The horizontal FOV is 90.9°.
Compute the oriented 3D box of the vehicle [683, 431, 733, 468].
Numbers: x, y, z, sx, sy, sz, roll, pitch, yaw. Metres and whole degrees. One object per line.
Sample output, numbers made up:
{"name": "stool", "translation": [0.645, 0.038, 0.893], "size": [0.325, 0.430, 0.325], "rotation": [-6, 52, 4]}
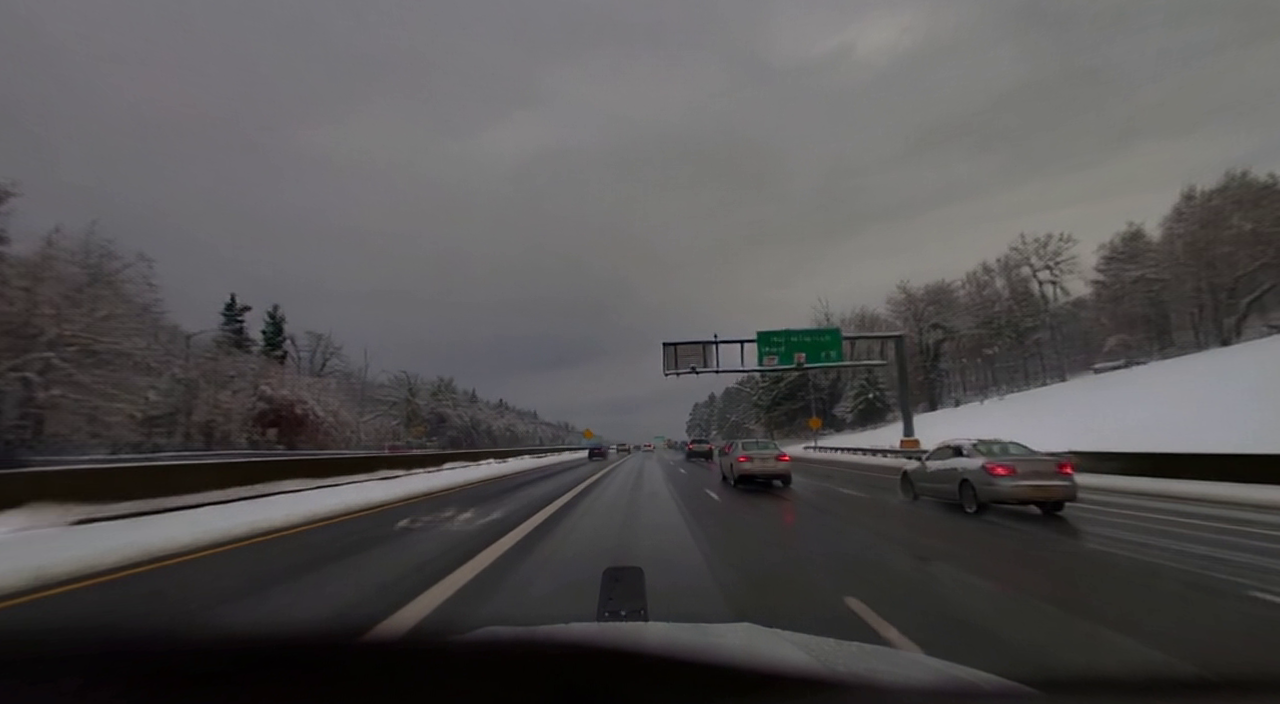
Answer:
{"name": "vehicle", "translation": [4.024, 5.897, 38.328], "size": [2.442, 2.022, 5.466], "rotation": [0, -8, 0]}

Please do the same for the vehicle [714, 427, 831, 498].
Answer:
{"name": "vehicle", "translation": [3.387, 2.935, 17.125], "size": [2.146, 1.639, 4.475], "rotation": [0, -8, -1]}

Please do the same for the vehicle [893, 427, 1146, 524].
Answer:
{"name": "vehicle", "translation": [7.026, 2.318, 12.507], "size": [1.988, 1.518, 4.856], "rotation": [0, -8, 0]}

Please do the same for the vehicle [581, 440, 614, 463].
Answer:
{"name": "vehicle", "translation": [-3.165, 7.491, 47.635], "size": [2.106, 1.682, 4.395], "rotation": [-1, -8, 2]}
